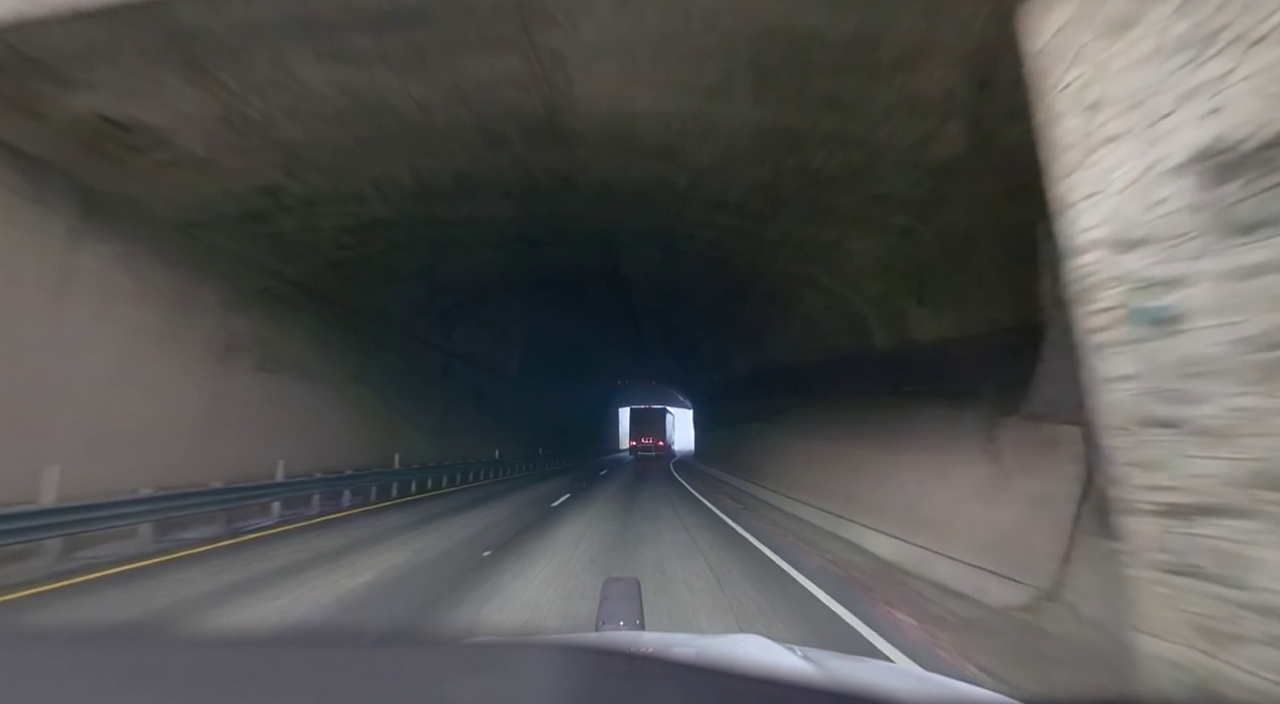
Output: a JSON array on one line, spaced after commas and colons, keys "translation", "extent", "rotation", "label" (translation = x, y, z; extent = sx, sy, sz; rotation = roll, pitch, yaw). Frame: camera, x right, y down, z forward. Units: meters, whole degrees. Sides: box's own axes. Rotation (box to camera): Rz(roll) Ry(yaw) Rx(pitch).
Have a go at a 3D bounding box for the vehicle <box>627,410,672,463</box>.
[{"translation": [0.900, 6.432, 47.234], "extent": [2.915, 3.468, 11.233], "rotation": [-1, -9, 3], "label": "vehicle"}]
